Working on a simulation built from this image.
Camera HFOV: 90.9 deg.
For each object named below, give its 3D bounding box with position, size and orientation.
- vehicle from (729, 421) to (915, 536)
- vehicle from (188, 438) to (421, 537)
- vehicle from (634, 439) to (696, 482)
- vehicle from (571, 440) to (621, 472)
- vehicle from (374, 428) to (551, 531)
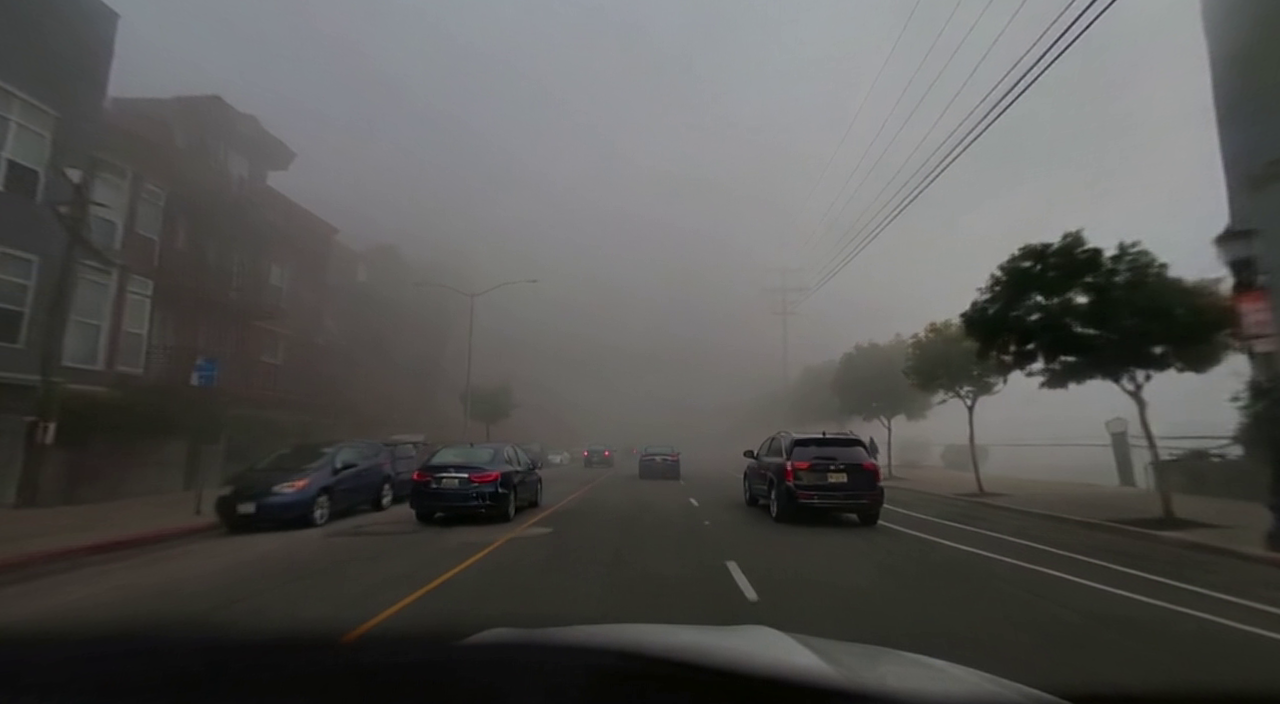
[{"bbox_3d":[3.036,2.204,11.695,2.094,1.709,4.394,0,-8,-1],"label":"vehicle"},{"bbox_3d":[-5.974,2.400,11.952,1.863,1.506,4.265,0,-8,3],"label":"vehicle"},{"bbox_3d":[0.910,4.062,23.970,2.139,1.466,4.373,0,-8,1],"label":"vehicle"},{"bbox_3d":[-2.165,5.262,32.292,2.019,1.507,4.643,0,-8,3],"label":"vehicle"},{"bbox_3d":[-3.105,2.295,12.037,2.085,1.619,3.976,0,-8,2],"label":"vehicle"}]
